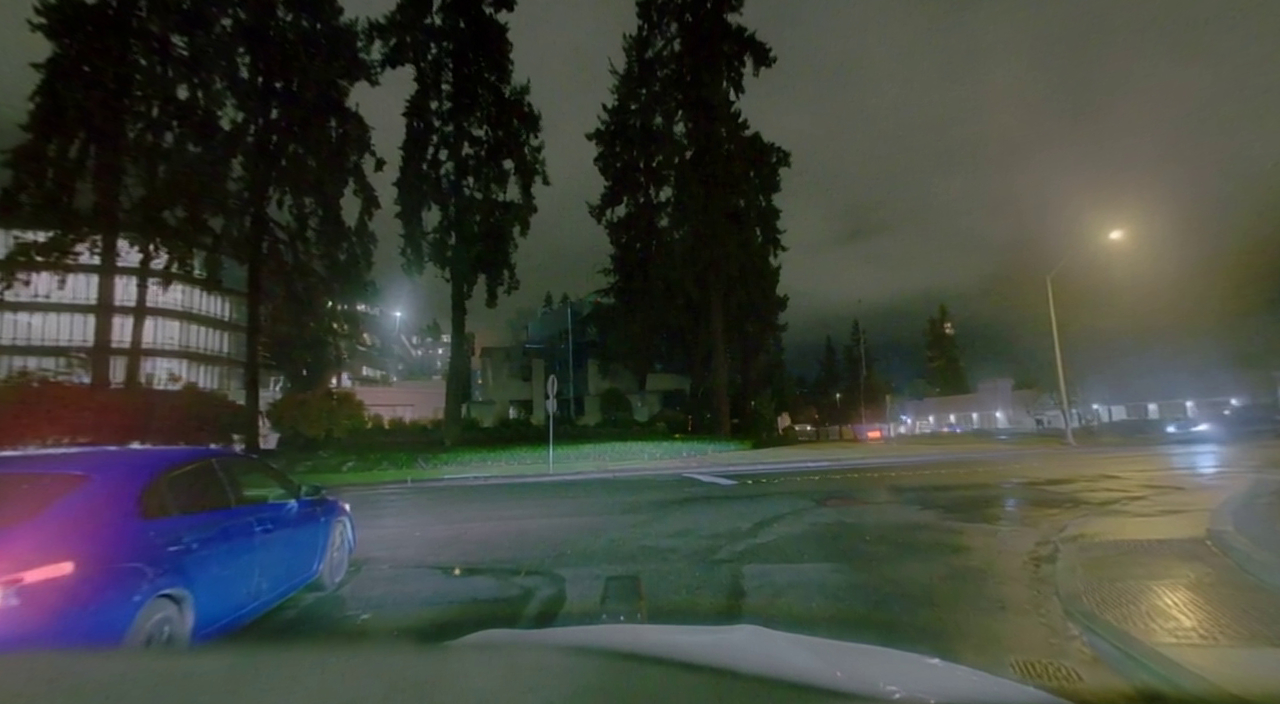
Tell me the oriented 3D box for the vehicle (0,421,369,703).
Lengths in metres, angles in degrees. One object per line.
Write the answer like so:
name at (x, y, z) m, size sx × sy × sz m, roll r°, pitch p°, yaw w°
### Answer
vehicle at (-3.262, 1.181, 3.562) m, size 2.069 × 1.413 × 5.006 m, roll 1°, pitch -8°, yaw -10°

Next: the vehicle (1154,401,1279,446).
vehicle at (22.156, 2.678, 23.465) m, size 4.788 × 1.548 × 1.965 m, roll 1°, pitch -8°, yaw -10°
